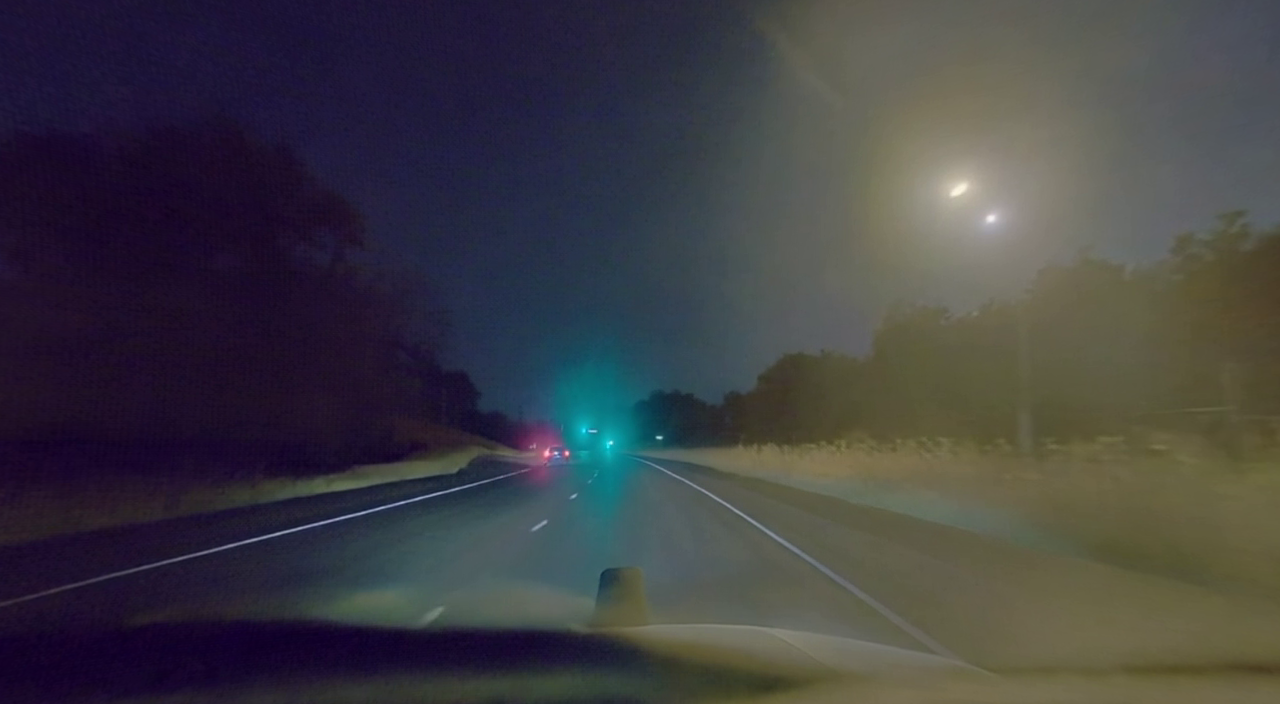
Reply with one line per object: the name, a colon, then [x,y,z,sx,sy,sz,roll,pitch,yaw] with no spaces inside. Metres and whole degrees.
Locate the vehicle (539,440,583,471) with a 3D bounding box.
vehicle: [-4.096,5.455,33.363,1.968,1.503,4.443,0,-8,-3]
